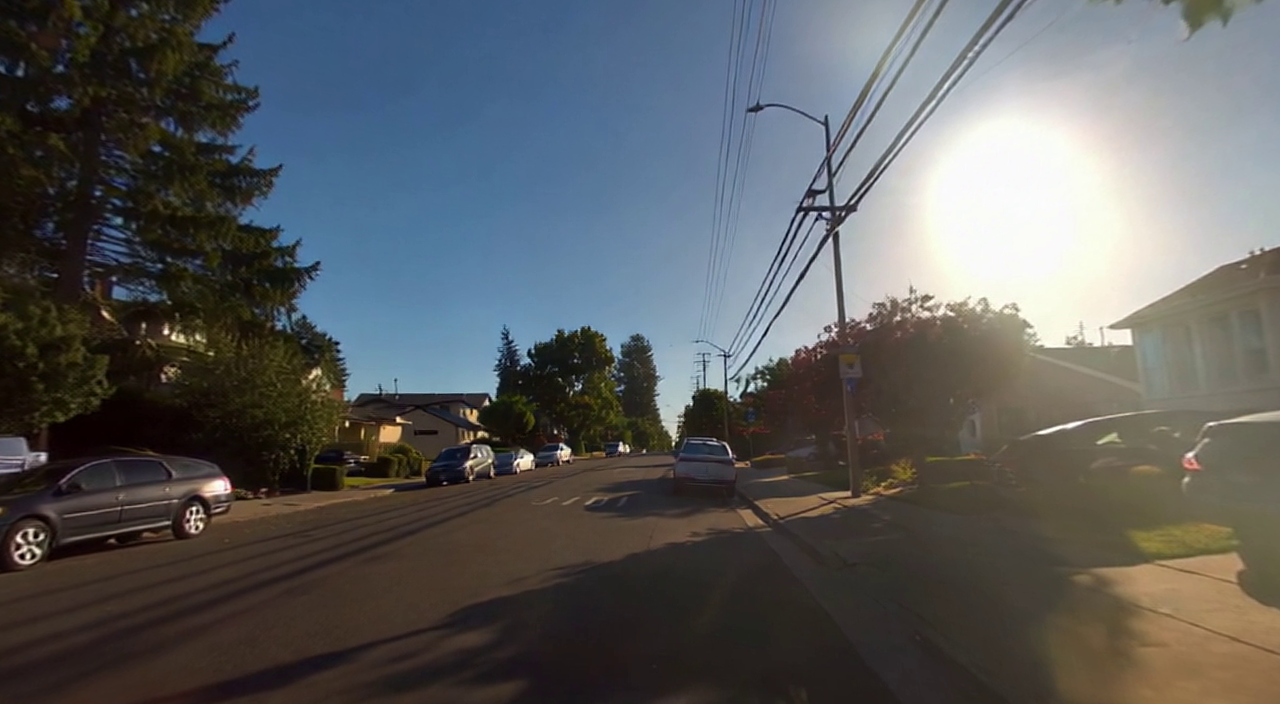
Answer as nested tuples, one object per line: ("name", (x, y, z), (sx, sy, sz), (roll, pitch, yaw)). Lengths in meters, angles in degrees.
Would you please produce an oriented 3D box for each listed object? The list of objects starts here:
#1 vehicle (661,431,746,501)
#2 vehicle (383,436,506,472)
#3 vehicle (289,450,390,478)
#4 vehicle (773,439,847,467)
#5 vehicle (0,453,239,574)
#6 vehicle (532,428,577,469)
("vehicle", (1.593, 2.837, 16.031), (1.908, 1.572, 3.105), (-1, -9, 6))
("vehicle", (-11.536, 6.058, 37.577), (6.488, 2.009, 2.354), (-1, -9, 4))
("vehicle", (-15.981, 5.980, 33.726), (4.481, 1.420, 1.712), (0, -9, 0))
("vehicle", (10.407, 6.192, 38.869), (4.075, 1.674, 1.811), (-1, -9, 5))
("vehicle", (-8.760, 2.300, 9.692), (1.968, 1.449, 4.502), (-1, -9, 5))
("vehicle", (-6.354, 7.290, 47.760), (2.199, 2.902, 5.848), (-1, -9, 4))
